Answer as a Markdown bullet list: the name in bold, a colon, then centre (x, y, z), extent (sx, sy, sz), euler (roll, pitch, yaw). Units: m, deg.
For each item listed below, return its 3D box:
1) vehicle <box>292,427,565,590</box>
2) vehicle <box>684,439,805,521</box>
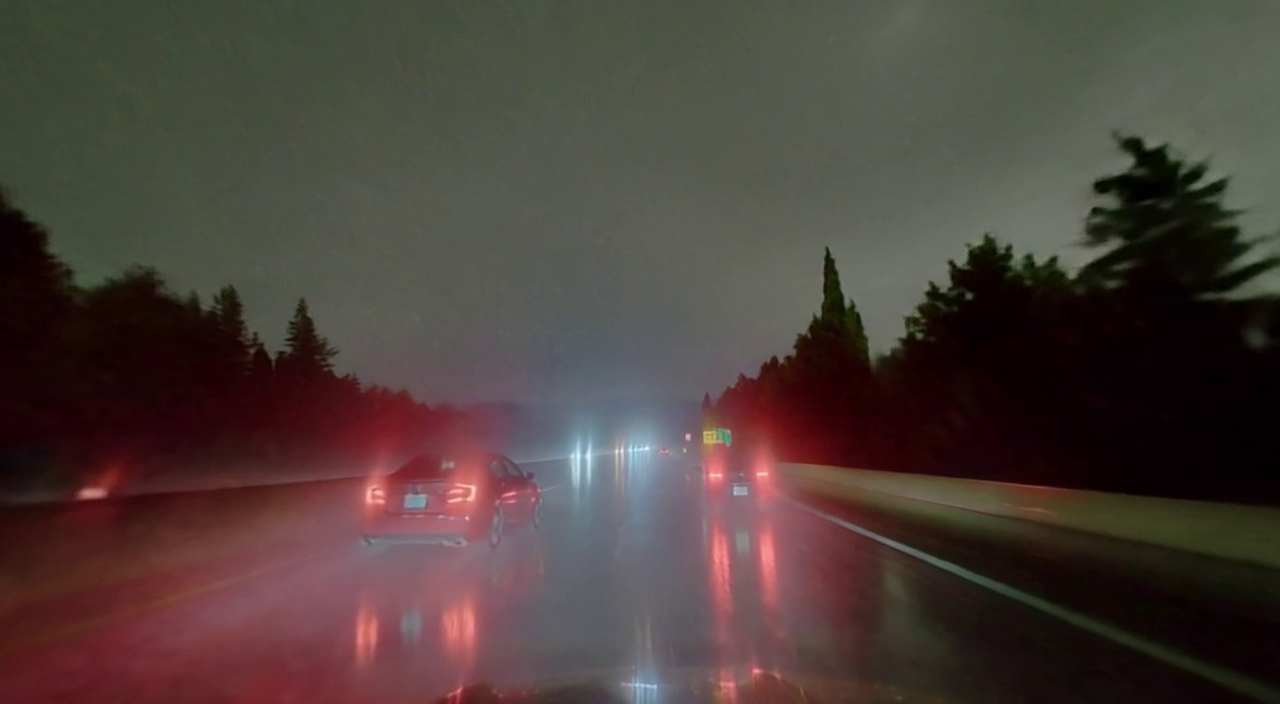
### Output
- **vehicle**: centre (-2.304, 1.843, 8.243), extent (2.083, 1.548, 4.251), euler (0, -9, 0)
- **vehicle**: centre (2.142, 2.755, 14.017), extent (2.021, 1.533, 4.014), euler (0, -9, 0)
